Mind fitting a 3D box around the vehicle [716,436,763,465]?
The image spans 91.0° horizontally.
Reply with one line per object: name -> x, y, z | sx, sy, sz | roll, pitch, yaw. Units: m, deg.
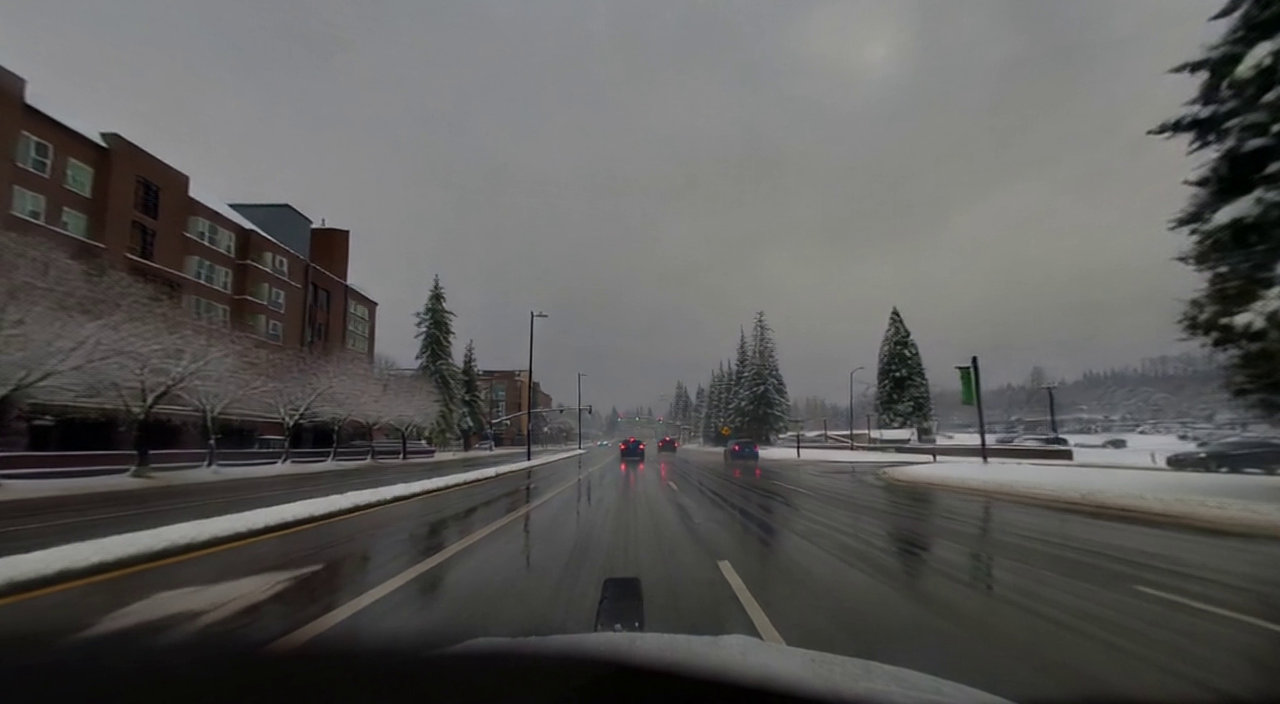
vehicle -> 6.555, 6.547, 41.954 | 2.136, 1.799, 4.796 | 1, -9, -2

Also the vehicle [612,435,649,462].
vehicle -> -0.691, 7.462, 48.801 | 2.682, 1.908, 5.706 | 0, -9, -1
